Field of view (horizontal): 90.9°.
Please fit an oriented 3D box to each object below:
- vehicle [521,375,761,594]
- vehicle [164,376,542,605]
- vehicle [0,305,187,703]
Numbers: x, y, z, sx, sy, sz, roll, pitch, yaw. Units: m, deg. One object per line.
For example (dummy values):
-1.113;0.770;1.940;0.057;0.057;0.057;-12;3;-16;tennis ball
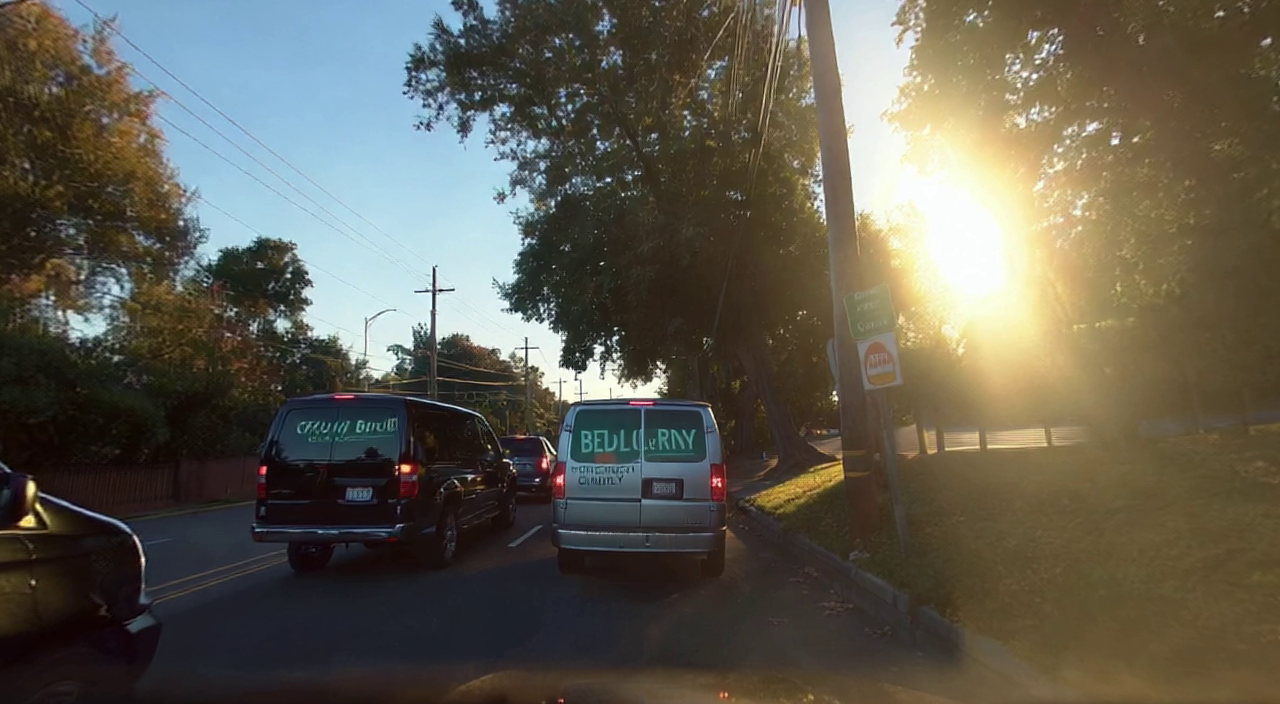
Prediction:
0.112;1.468;7.693;2.117;1.911;4.095;-1;-8;3;vehicle
-2.745;1.480;7.618;2.109;1.851;4.749;-1;-8;3;vehicle
-3.165;0.502;0.247;2.160;1.796;4.997;0;-8;1;vehicle
